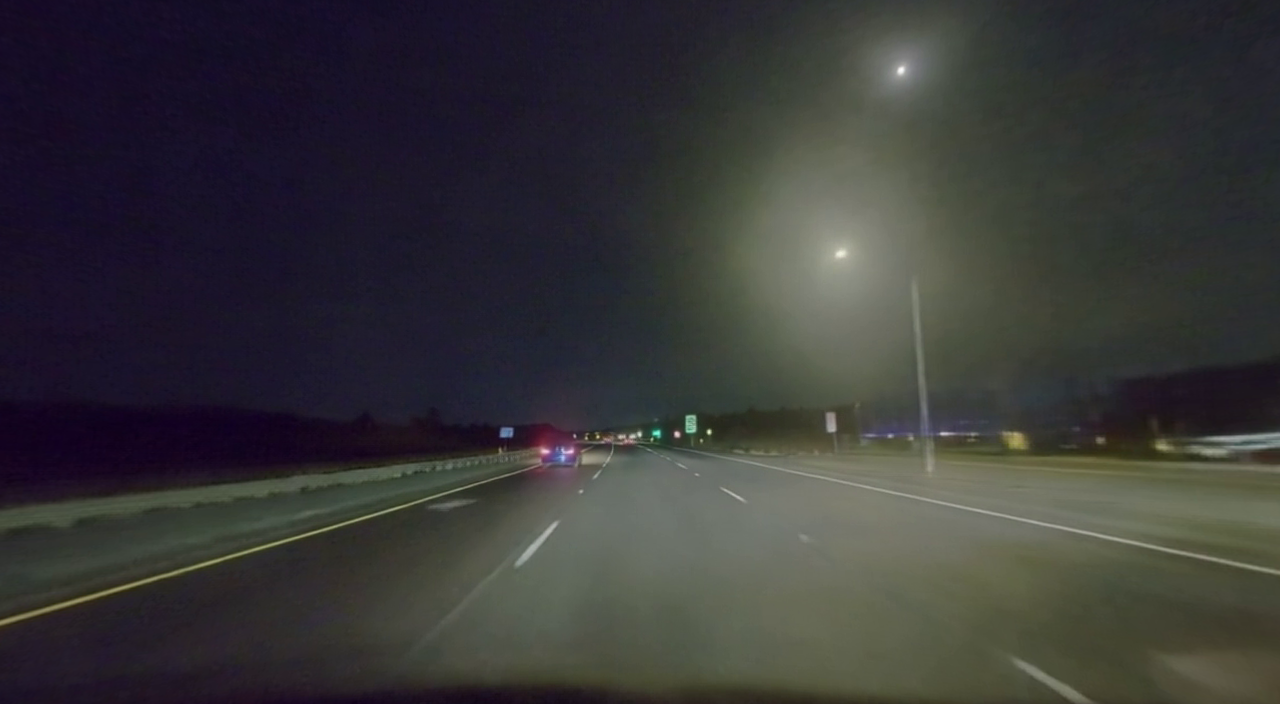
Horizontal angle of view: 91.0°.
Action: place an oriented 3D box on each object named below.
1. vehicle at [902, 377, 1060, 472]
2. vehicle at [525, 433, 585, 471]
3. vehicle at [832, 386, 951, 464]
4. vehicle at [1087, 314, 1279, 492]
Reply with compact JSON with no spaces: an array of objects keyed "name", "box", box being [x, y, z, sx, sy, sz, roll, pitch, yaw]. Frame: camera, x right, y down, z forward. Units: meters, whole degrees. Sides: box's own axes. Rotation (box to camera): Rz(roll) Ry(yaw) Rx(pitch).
[{"name":"vehicle","box":[16.940,3.617,32.183,2.909,4.017,8.582,3,-6,-4]},{"name":"vehicle","box":[-3.880,4.661,29.508,2.206,1.604,4.374,0,-8,0]},{"name":"vehicle","box":[16.072,4.786,41.391,2.935,4.242,10.799,4,-7,-3]},{"name":"vehicle","box":[17.248,1.224,15.180,3.854,4.214,13.934,-1,-8,6]}]
